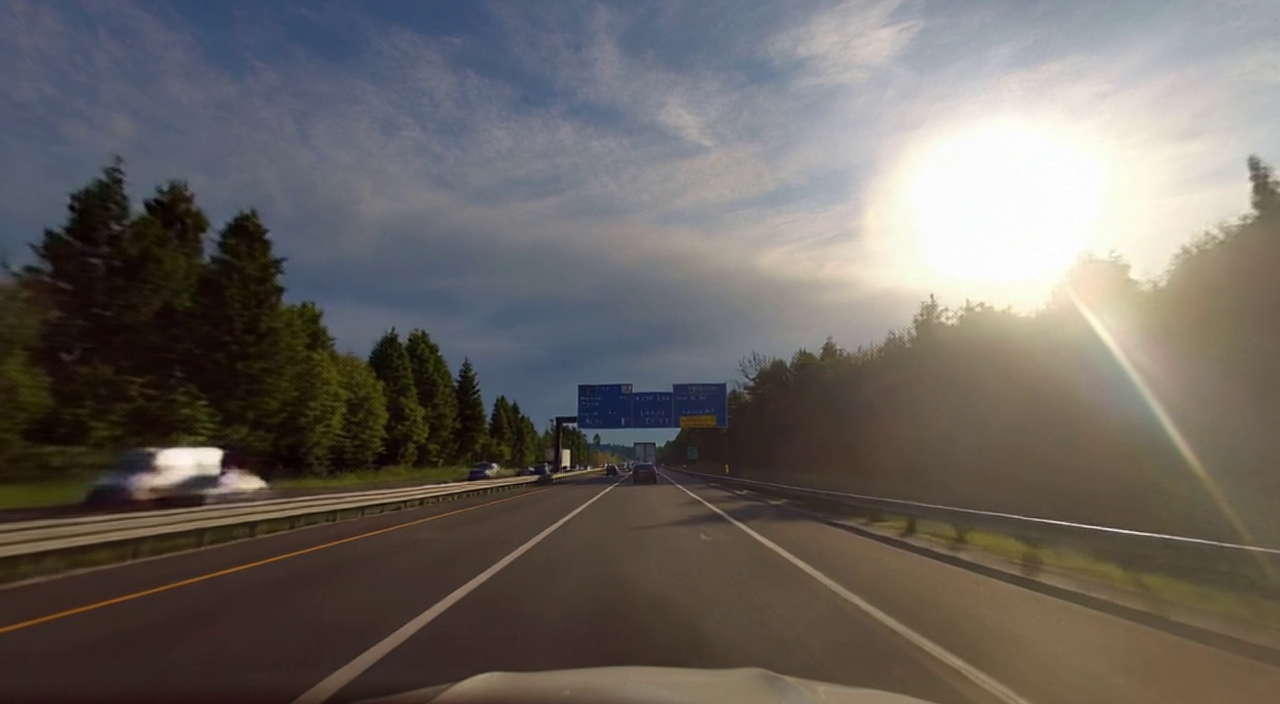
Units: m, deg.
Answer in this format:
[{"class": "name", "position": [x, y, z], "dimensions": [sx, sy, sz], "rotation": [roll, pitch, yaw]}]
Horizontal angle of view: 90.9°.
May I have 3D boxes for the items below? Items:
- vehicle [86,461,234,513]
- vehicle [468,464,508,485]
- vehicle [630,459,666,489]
[{"class": "vehicle", "position": [-15.997, 4.500, 21.298], "dimensions": [1.823, 1.554, 3.847], "rotation": [0, -10, 1]}, {"class": "vehicle", "position": [-11.023, 8.921, 45.954], "dimensions": [1.798, 1.447, 4.131], "rotation": [0, -10, 1]}, {"class": "vehicle", "position": [0.477, 7.422, 38.381], "dimensions": [2.048, 1.663, 4.377], "rotation": [1, -10, 0]}]
